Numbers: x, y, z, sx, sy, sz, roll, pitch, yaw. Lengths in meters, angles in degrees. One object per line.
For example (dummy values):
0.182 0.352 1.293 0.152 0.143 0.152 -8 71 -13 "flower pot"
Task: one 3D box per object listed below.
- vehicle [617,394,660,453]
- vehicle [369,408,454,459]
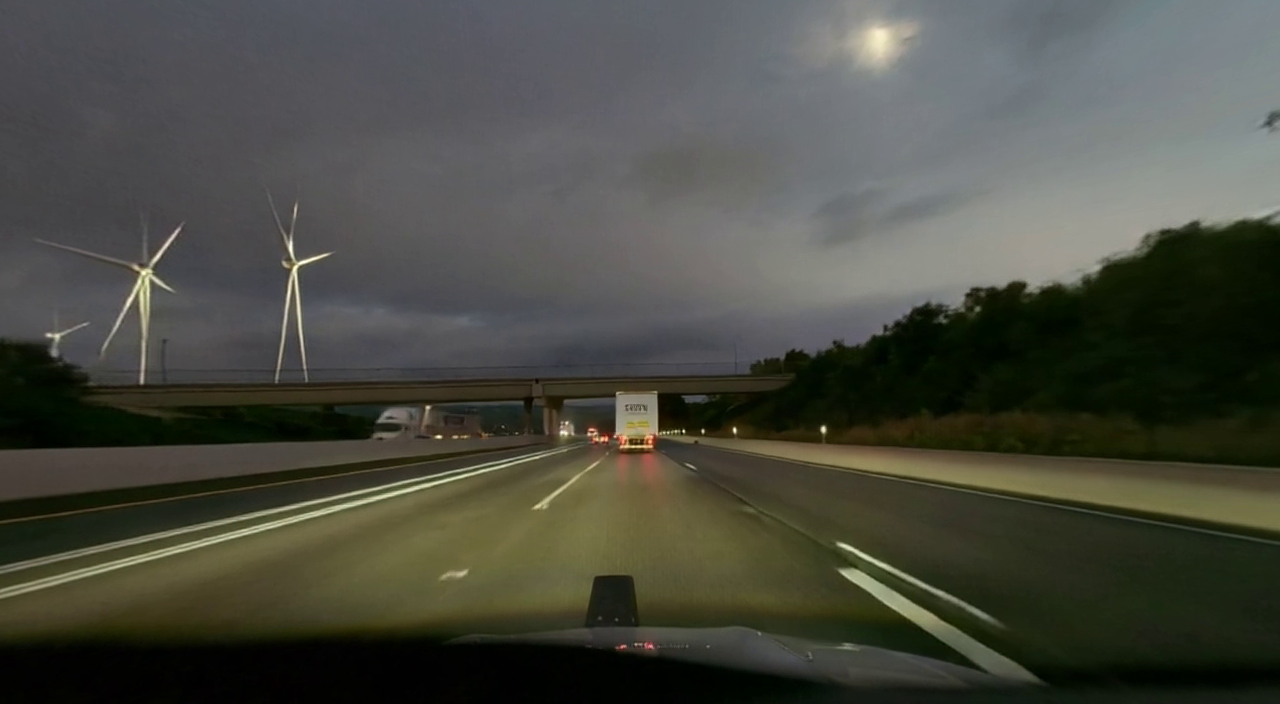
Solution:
-0.251 5.702 49.040 2.906 3.990 12.551 0 -8 -1 "vehicle"
-16.859 6.168 47.510 2.928 3.408 9.523 0 -8 -1 "vehicle"
